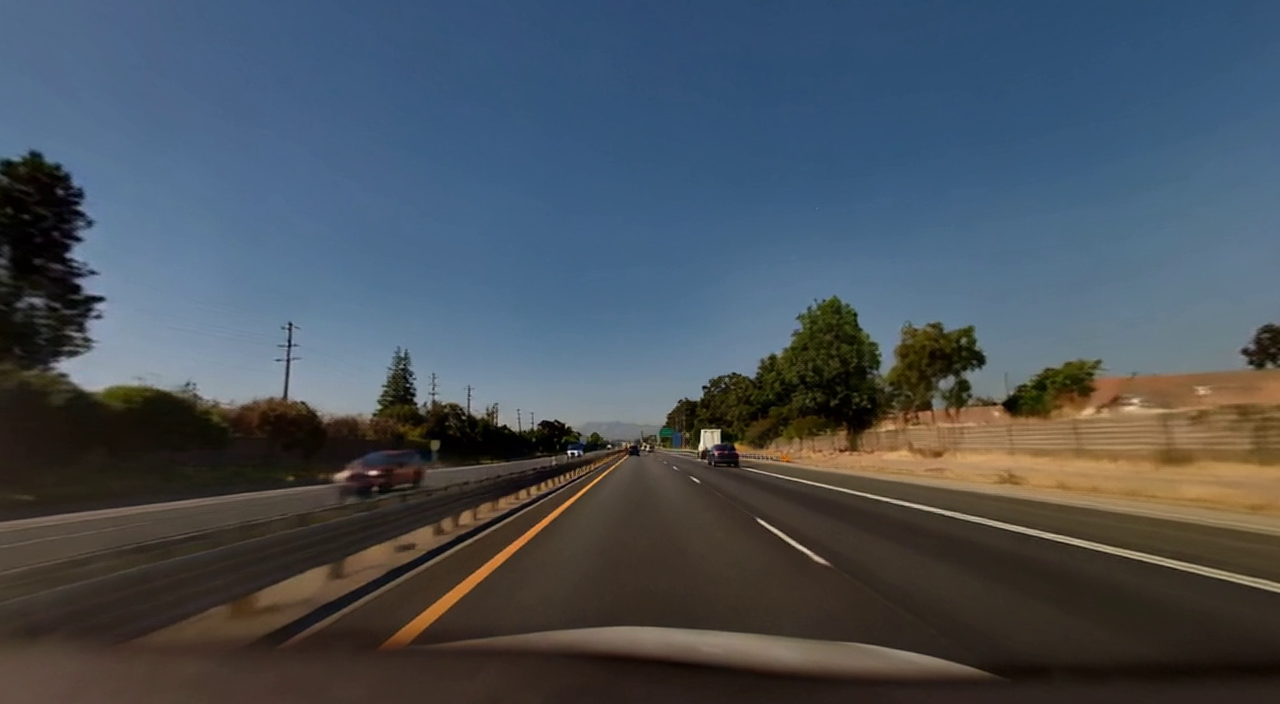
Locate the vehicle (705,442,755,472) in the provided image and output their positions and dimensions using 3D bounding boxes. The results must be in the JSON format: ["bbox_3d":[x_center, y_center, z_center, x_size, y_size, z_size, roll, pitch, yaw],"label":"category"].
[{"bbox_3d":[4.515,5.345,32.126,1.923,1.408,3.835,0,-9,-1],"label":"vehicle"}]

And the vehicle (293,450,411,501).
[{"bbox_3d":[-9.494,4.081,21.189,1.888,1.495,4.445,0,-9,-1],"label":"vehicle"}]
